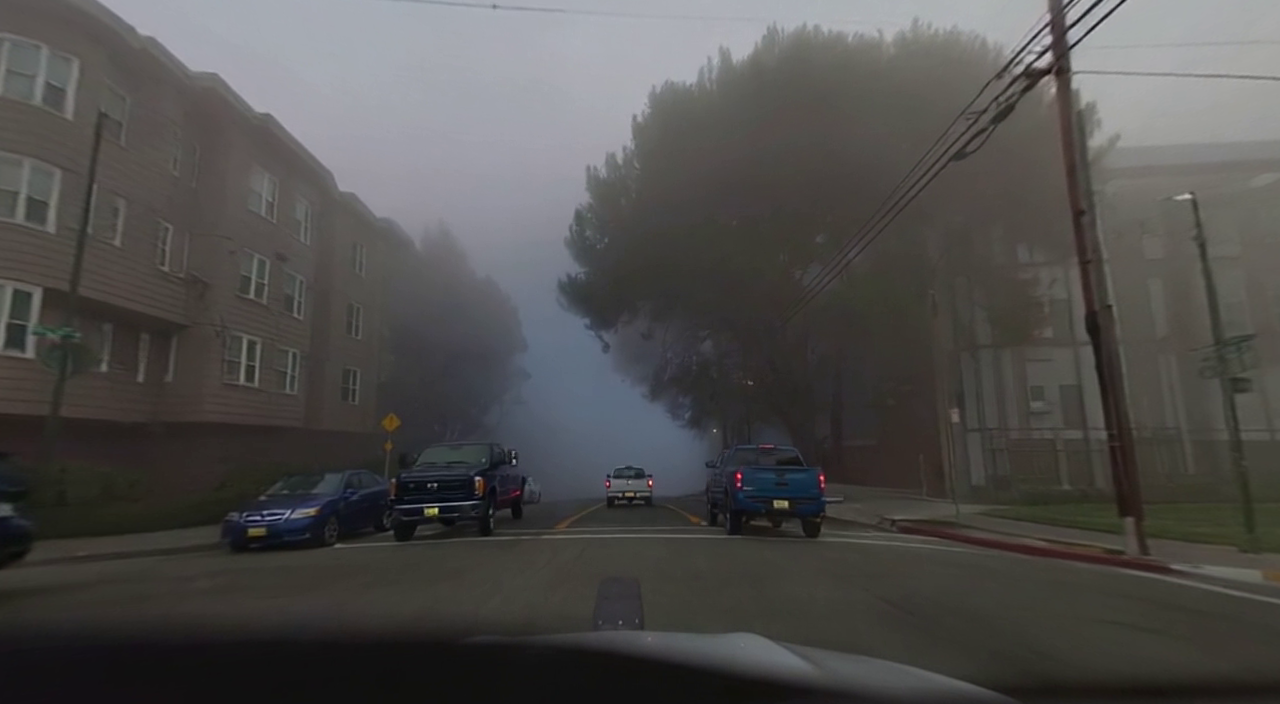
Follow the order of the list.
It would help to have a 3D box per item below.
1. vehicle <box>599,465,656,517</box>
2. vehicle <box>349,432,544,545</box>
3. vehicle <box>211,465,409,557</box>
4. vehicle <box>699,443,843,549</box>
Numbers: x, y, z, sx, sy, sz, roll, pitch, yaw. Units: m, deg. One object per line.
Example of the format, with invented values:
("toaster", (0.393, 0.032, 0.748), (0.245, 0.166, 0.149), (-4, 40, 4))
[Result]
("vehicle", (-0.472, 6.199, 27.826), (2.308, 1.940, 4.125), (-1, -16, 1))
("vehicle", (-3.682, 2.848, 13.610), (2.330, 1.859, 6.068), (0, -11, -1))
("vehicle", (-6.665, 3.207, 13.429), (1.881, 1.464, 4.379), (0, -8, -1))
("vehicle", (2.634, 3.002, 14.046), (2.027, 1.907, 4.736), (0, -8, -2))
